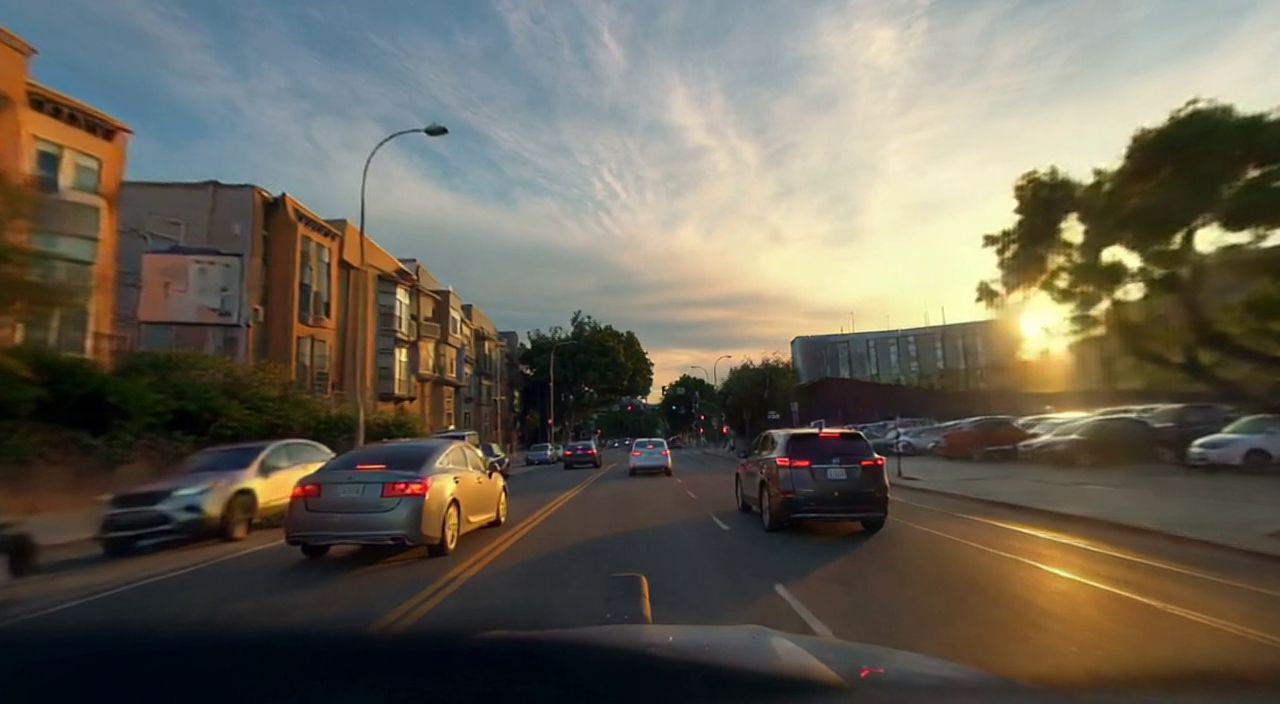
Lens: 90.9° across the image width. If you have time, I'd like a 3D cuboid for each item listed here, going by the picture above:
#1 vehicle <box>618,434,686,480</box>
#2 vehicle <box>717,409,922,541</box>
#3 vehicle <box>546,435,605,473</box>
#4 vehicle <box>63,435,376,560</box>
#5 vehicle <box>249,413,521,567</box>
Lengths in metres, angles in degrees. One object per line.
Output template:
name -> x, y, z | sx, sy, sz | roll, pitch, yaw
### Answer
vehicle -> 0.373, 3.657, 22.236 | 2.139, 1.466, 4.373 | 0, -8, 0
vehicle -> 2.618, 1.928, 10.496 | 2.094, 1.709, 4.394 | 0, -8, 0
vehicle -> -2.697, 4.405, 27.447 | 2.019, 1.507, 4.643 | 0, -8, 1
vehicle -> -5.891, 2.040, 9.628 | 1.797, 1.462, 4.218 | 0, -8, 1
vehicle -> -3.093, 1.760, 8.755 | 2.085, 1.619, 3.976 | 0, -8, 0
